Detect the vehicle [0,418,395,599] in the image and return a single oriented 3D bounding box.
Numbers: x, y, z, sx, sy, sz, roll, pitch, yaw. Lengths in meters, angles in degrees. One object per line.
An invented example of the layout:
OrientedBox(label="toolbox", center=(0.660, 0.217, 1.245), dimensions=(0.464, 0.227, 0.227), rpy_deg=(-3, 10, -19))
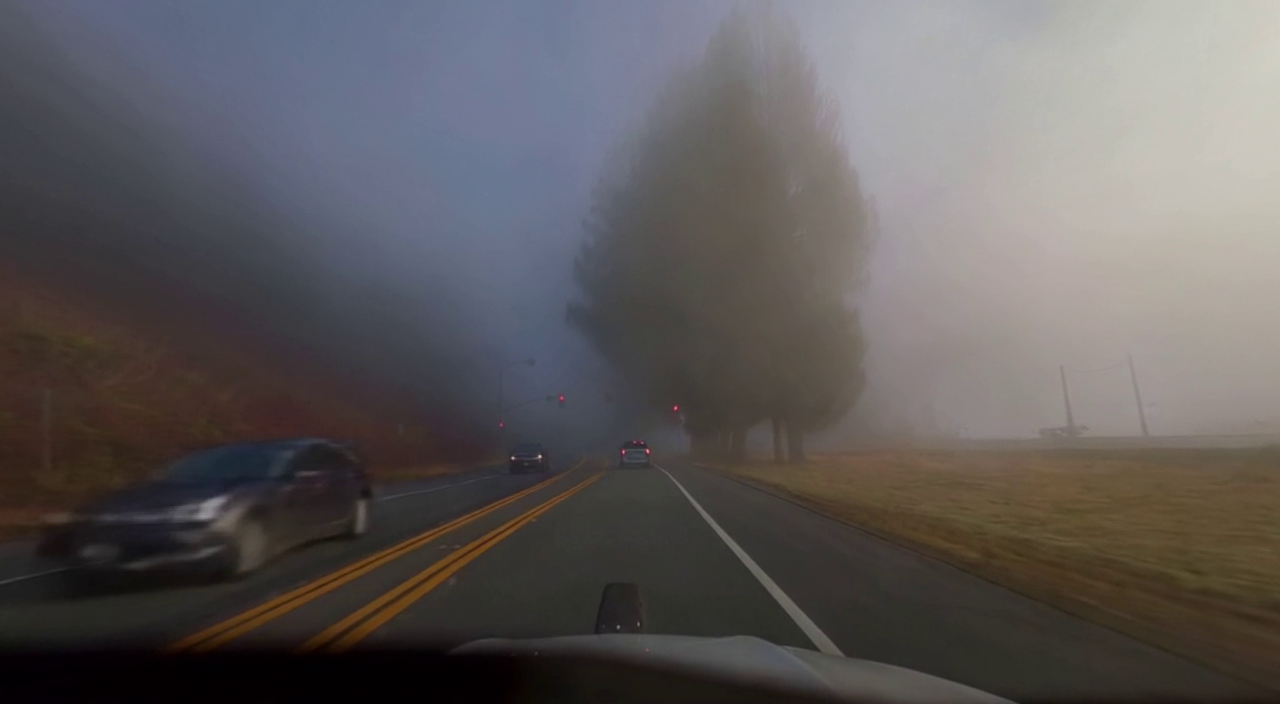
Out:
OrientedBox(label="vehicle", center=(-5.360, 1.878, 8.550), dimensions=(2.347, 1.720, 4.687), rpy_deg=(0, -9, -2))

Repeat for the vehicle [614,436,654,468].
OrientedBox(label="vehicle", center=(-0.428, 6.921, 43.860), dimensions=(2.574, 2.059, 5.331), rpy_deg=(0, -9, -1))

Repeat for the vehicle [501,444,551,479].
OrientedBox(label="vehicle", center=(-6.924, 6.667, 38.865), dimensions=(2.378, 1.853, 4.847), rpy_deg=(-3, -9, -3))
